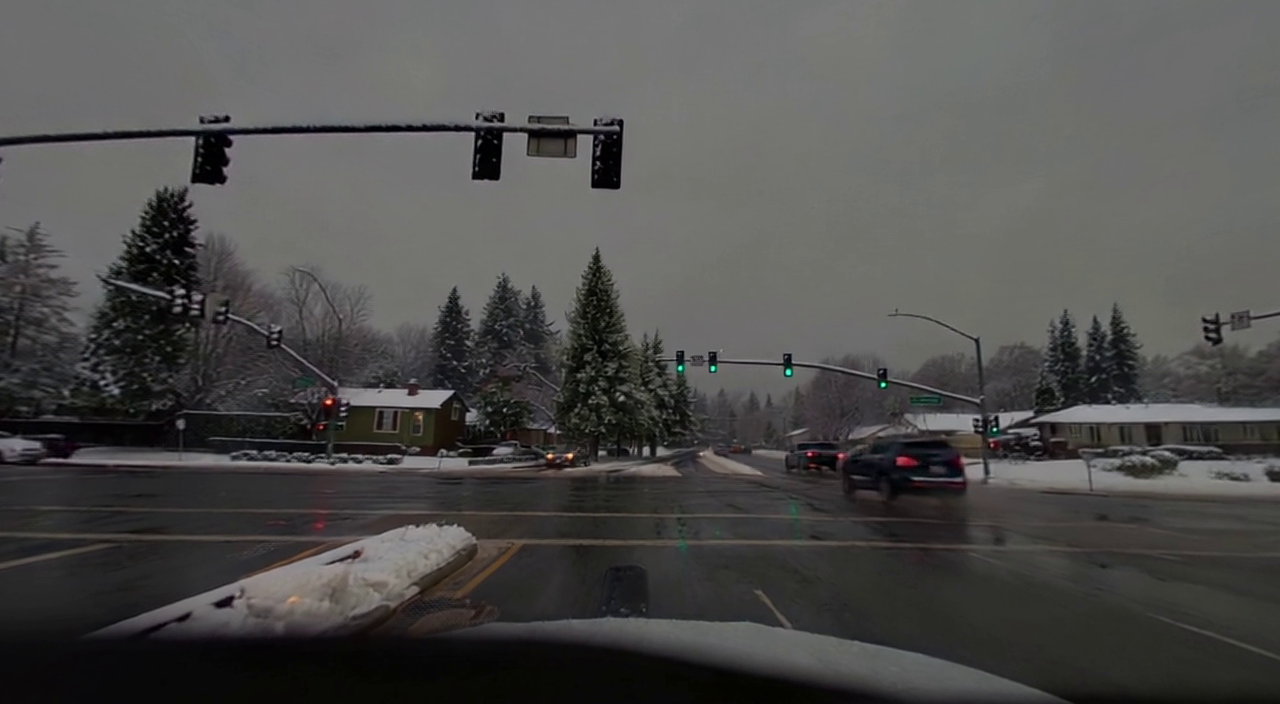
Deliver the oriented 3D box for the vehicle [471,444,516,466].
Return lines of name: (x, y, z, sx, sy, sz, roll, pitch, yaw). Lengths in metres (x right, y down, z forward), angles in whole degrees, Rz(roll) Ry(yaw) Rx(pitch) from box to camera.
vehicle: (-10.526, 7.415, 45.582, 2.039, 1.519, 4.356, -1, -9, 2)

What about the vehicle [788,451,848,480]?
vehicle: (9.847, 6.292, 35.239, 1.947, 1.481, 4.745, 0, -9, 0)

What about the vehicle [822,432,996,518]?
vehicle: (6.504, 3.019, 16.026, 2.239, 1.812, 4.812, 0, -9, 0)
